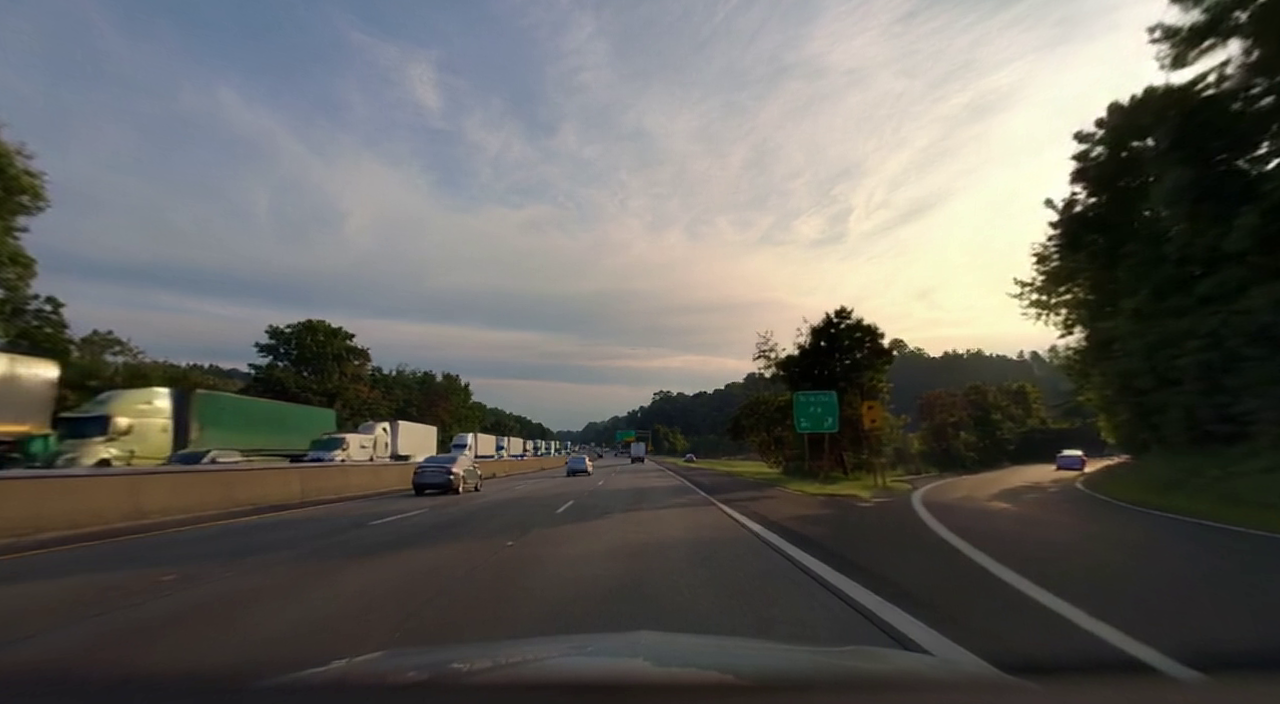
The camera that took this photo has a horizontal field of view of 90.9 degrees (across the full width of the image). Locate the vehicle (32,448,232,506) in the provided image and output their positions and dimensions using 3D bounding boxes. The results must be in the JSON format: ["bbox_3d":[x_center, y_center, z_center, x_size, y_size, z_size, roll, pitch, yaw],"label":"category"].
[{"bbox_3d":[-14.459,3.550,18.402,1.905,1.461,4.736,0,-9,0],"label":"vehicle"}]

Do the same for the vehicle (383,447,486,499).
[{"bbox_3d":[-7.283,4.321,22.939,2.122,1.685,4.714,0,-9,0],"label":"vehicle"}]

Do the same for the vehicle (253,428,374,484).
[{"bbox_3d":[-15.258,4.926,30.045,2.527,2.391,5.963,0,-9,0],"label":"vehicle"}]

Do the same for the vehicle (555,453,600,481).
[{"bbox_3d":[-3.433,6.450,35.525,2.076,1.453,4.094,0,-9,1],"label":"vehicle"}]
